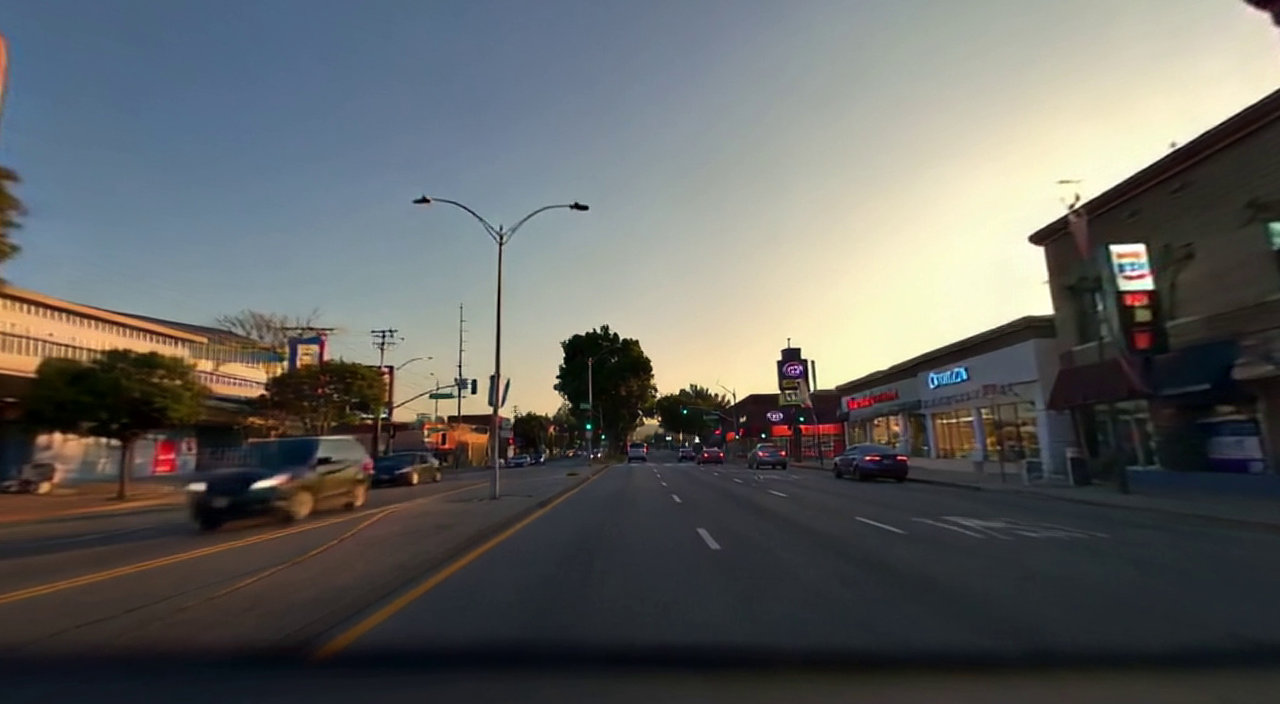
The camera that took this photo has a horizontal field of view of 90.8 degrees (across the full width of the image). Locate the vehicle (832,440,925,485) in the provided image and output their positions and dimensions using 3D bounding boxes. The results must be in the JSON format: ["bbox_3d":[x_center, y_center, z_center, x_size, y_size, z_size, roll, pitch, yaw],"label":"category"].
[{"bbox_3d":[9.867,4.593,26.556,2.019,1.694,4.491,0,-8,-2],"label":"vehicle"}]

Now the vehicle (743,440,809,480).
[{"bbox_3d":[6.187,4.972,29.336,1.974,1.679,4.611,0,-8,-1],"label":"vehicle"}]

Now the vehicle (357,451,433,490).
[{"bbox_3d":[-10.815,5.230,28.192,1.792,1.584,3.937,0,-9,0],"label":"vehicle"}]

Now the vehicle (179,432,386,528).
[{"bbox_3d":[-7.789,2.798,14.491,1.946,1.794,4.799,0,-8,0],"label":"vehicle"}]
